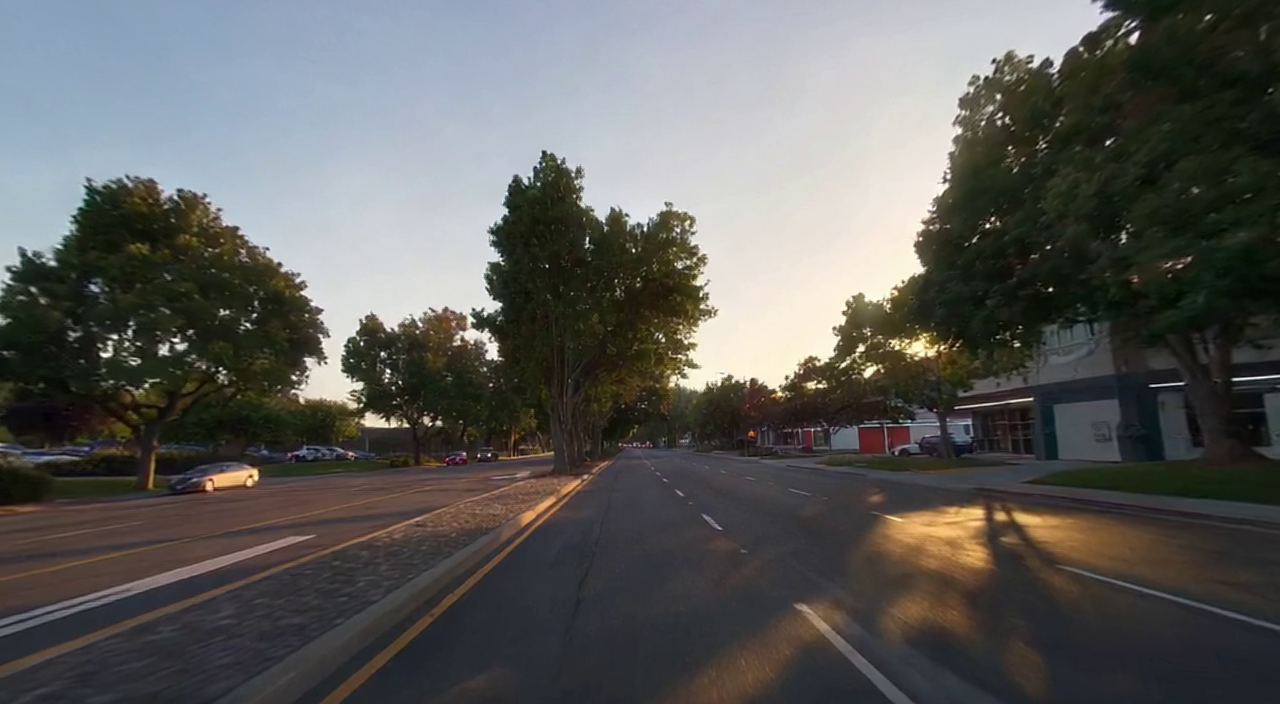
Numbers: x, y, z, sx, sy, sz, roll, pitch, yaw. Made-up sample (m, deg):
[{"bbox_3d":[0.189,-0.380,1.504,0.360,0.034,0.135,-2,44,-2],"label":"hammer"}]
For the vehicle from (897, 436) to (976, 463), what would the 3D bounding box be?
[{"bbox_3d":[20.989,6.936,45.159,2.480,1.766,6.529,0,-8,0],"label":"vehicle"}]

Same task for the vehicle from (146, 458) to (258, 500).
[{"bbox_3d":[-19.070,5.506,27.791,1.831,1.528,4.605,-1,-8,-3],"label":"vehicle"}]
